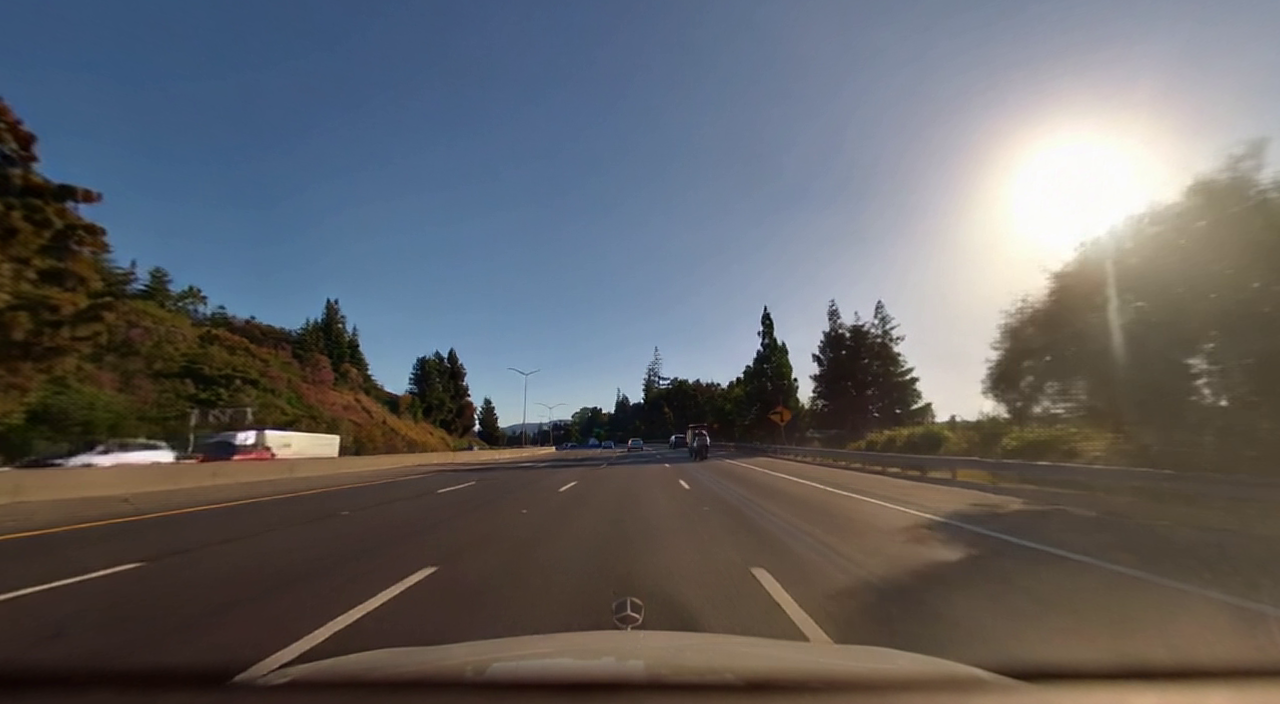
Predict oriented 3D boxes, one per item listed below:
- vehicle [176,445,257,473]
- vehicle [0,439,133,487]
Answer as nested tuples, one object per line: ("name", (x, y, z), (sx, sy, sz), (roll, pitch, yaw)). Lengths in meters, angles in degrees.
("vehicle", (-28.006, 7.076, 41.893), (2.064, 1.707, 4.753), (0, -8, 0))
("vehicle", (-25.072, 4.609, 26.688), (2.338, 1.765, 5.836), (0, -8, 1))
